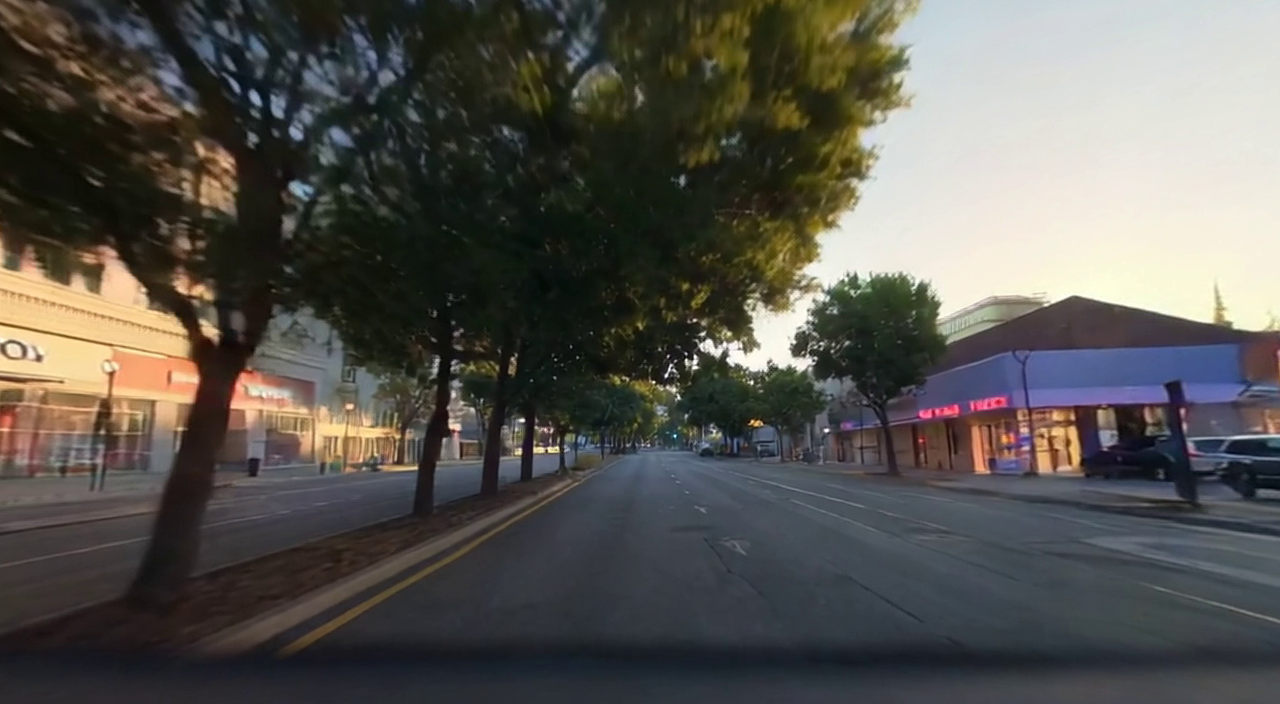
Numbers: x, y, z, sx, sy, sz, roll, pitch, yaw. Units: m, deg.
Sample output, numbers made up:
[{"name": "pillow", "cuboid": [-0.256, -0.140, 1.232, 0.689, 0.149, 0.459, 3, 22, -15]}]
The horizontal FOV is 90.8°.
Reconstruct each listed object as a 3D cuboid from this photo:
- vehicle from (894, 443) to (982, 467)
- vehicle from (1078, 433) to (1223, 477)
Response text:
[{"name": "vehicle", "cuboid": [20.404, 7.068, 43.412, 4.937, 1.573, 2.068, 0, -8, 0]}, {"name": "vehicle", "cuboid": [21.194, 4.280, 26.346, 4.376, 1.575, 1.981, -1, -9, -5]}]
